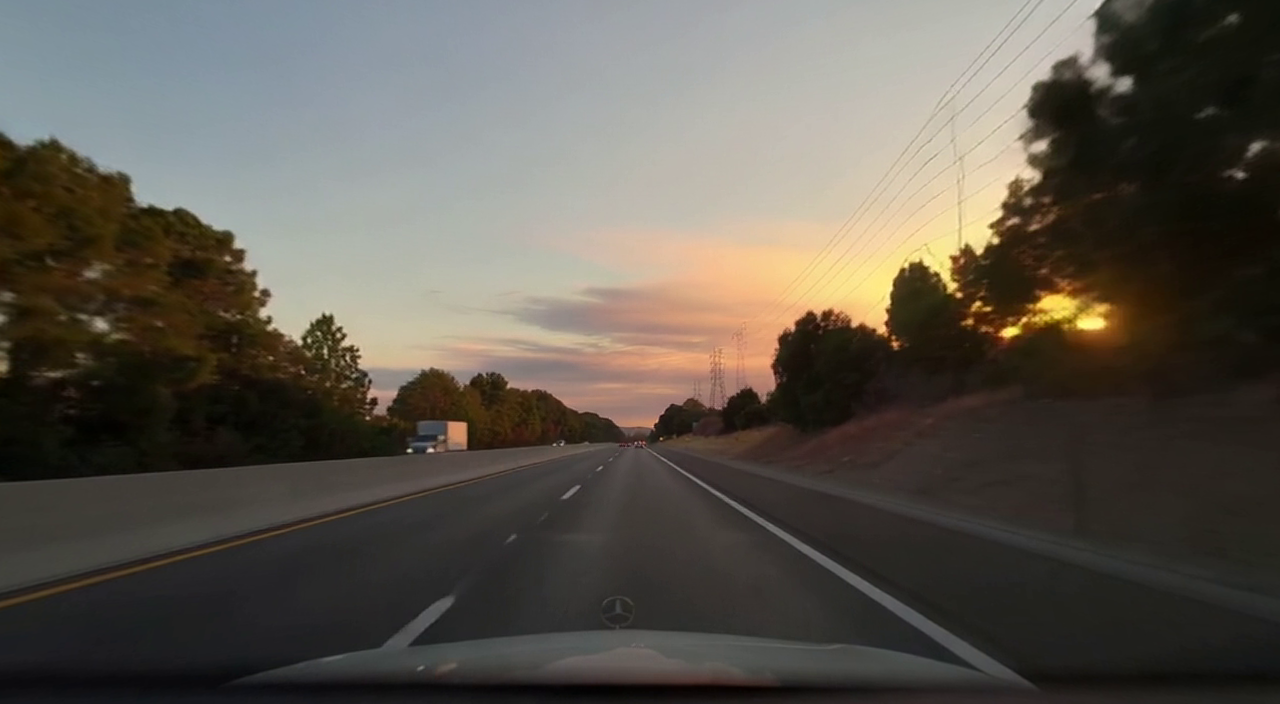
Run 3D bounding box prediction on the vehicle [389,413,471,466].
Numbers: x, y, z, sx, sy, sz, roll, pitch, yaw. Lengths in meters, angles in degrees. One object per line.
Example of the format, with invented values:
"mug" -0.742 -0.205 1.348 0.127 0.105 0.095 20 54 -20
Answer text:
"vehicle" -15.014 6.405 45.865 2.906 3.478 8.700 0 -8 0
